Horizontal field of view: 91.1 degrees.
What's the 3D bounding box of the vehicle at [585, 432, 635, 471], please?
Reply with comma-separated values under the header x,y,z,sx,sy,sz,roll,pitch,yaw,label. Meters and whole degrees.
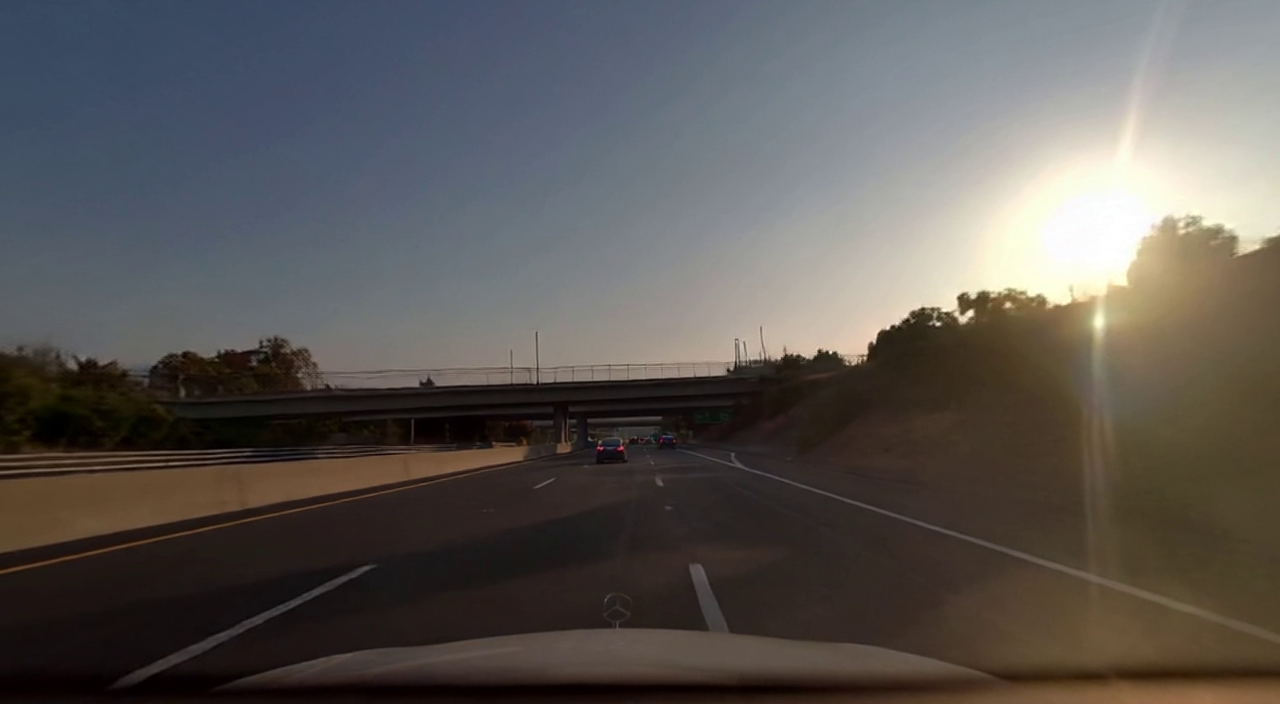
x,y,z,sx,sy,sz,roll,pitch,yaw,label
-1.256,4.424,28.248,2.039,1.589,4.324,0,-8,0,vehicle
